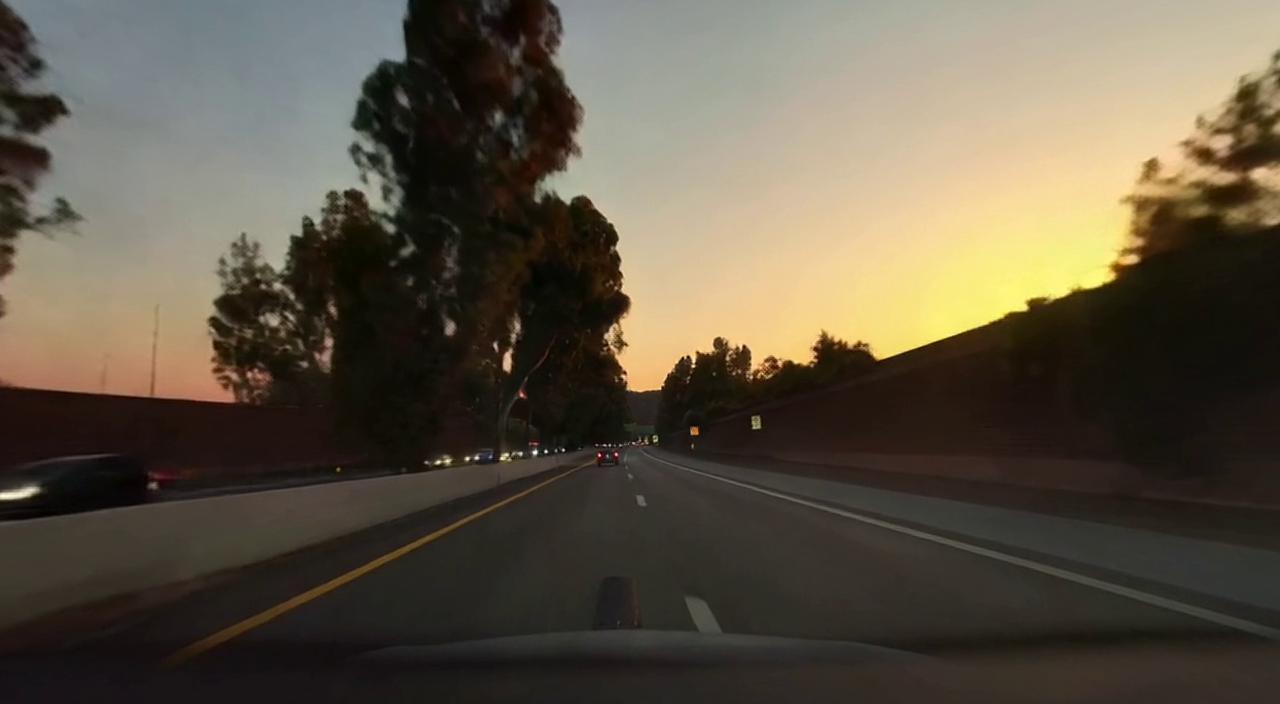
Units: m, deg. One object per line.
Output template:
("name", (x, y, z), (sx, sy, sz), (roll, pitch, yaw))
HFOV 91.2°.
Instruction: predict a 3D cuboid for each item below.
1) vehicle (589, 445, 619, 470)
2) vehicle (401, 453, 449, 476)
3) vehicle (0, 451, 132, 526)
("vehicle", (-2.633, 7.827, 46.644), (2.098, 1.692, 4.038), (0, -9, -2))
("vehicle", (-15.202, 7.992, 44.550), (1.849, 1.497, 4.415), (0, -9, -1))
("vehicle", (-15.019, 3.190, 14.945), (1.961, 1.621, 4.588), (0, -9, -1))
